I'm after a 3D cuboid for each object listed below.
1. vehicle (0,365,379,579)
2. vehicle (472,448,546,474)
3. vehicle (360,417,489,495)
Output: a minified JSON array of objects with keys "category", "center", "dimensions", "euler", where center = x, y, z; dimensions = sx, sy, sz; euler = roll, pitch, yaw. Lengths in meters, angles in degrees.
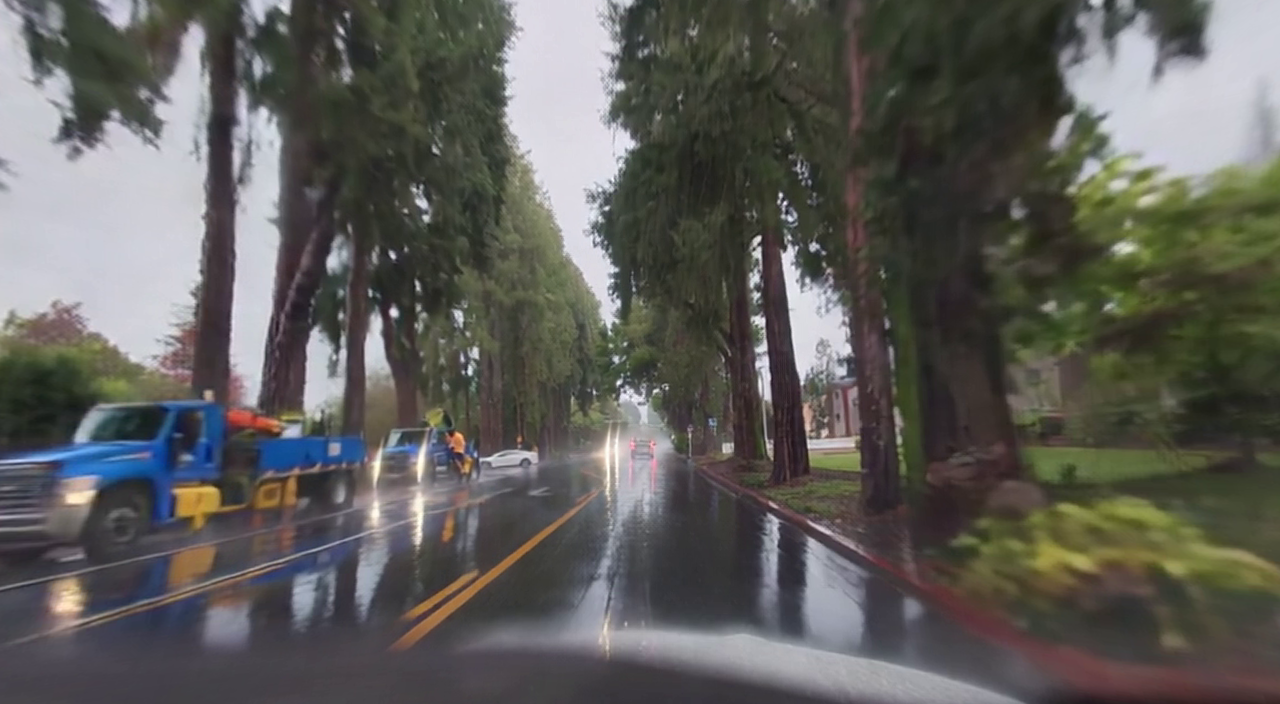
[{"category":"vehicle","center":[-9.390,2.416,14.021],"dimensions":[2.970,3.068,9.784],"euler":[0,-8,0]},{"category":"vehicle","center":[-8.921,7.418,43.156],"dimensions":[4.594,1.696,1.971],"euler":[0,-8,-1]},{"category":"vehicle","center":[-9.051,4.483,27.531],"dimensions":[2.816,2.723,7.506],"euler":[-5,-9,1]}]
